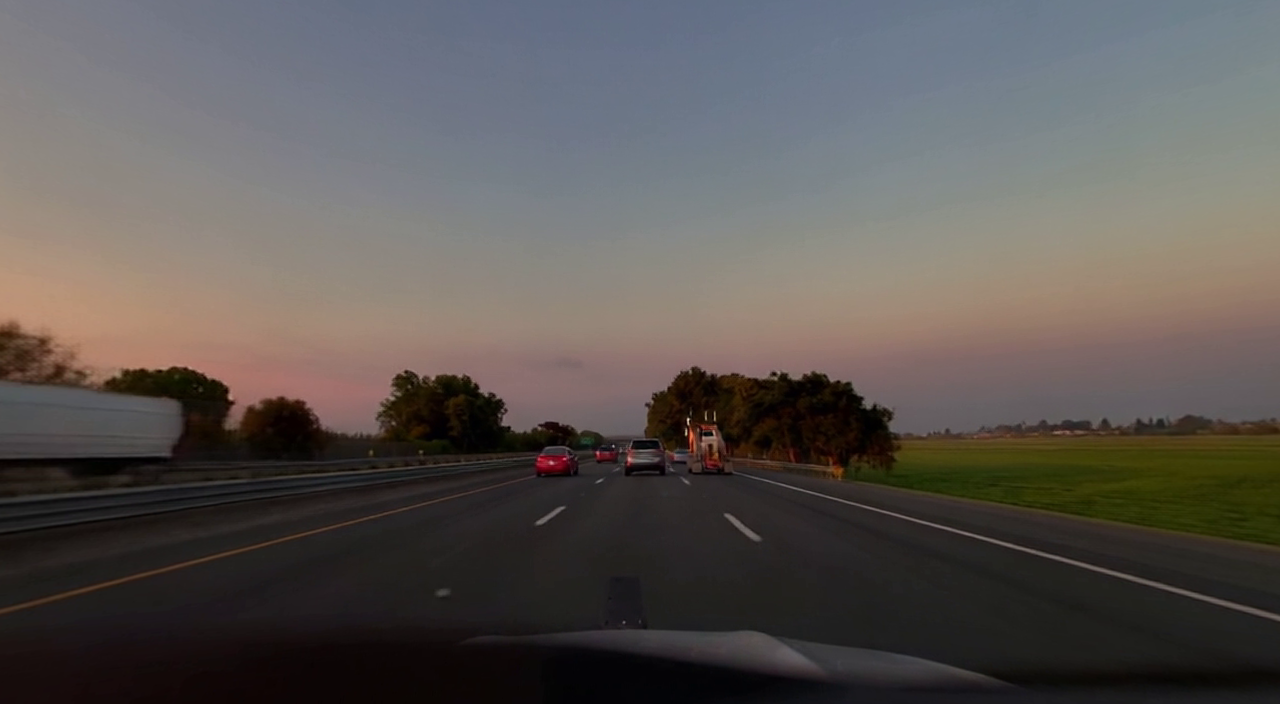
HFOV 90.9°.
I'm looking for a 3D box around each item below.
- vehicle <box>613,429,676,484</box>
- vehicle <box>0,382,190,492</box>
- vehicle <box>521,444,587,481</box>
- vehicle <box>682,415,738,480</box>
[{"bbox_3d":[0.197,4.176,25.476,2.308,1.993,4.631,0,-8,1],"label":"vehicle"},{"bbox_3d":[-25.193,3.653,26.648,2.810,4.052,12.776,0,-9,0],"label":"vehicle"},{"bbox_3d":[-3.636,4.759,27.420,2.096,1.469,4.319,0,-8,2],"label":"vehicle"},{"bbox_3d":[4.470,6.374,42.228,2.793,3.828,9.580,0,-9,1],"label":"vehicle"}]
